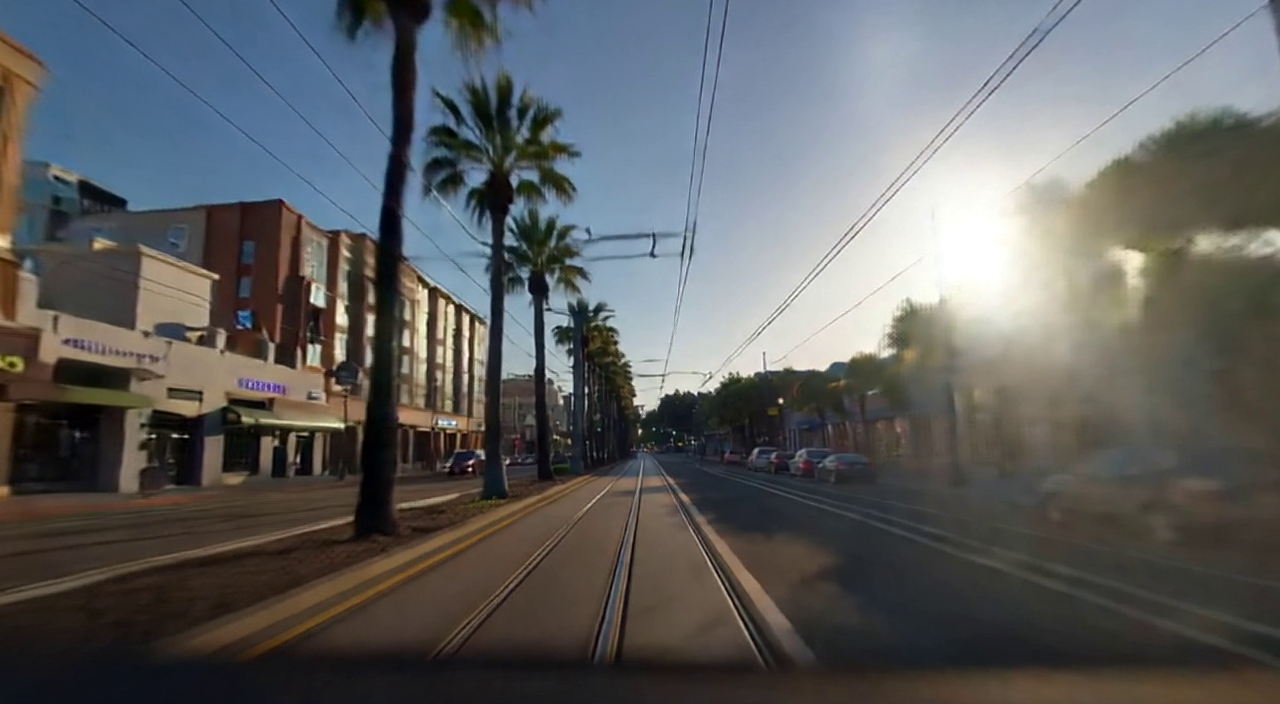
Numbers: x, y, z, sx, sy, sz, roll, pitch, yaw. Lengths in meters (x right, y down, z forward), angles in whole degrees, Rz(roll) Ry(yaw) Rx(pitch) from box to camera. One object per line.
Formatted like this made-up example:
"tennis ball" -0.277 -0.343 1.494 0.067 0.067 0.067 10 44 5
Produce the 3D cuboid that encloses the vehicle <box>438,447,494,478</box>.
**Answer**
"vehicle" -10.530 6.706 38.498 2.042 1.716 4.634 0 -8 1

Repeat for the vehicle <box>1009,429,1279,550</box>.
"vehicle" 8.567 2.178 10.704 1.878 1.605 4.242 0 -8 -2

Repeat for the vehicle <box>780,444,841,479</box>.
"vehicle" 8.713 5.605 32.596 1.867 1.627 4.357 0 -8 0

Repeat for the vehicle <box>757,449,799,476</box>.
"vehicle" 8.419 6.759 38.814 1.715 1.500 3.910 0 -8 0

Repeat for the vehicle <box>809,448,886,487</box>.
"vehicle" 8.687 4.850 26.772 1.733 1.468 4.326 0 -8 0
